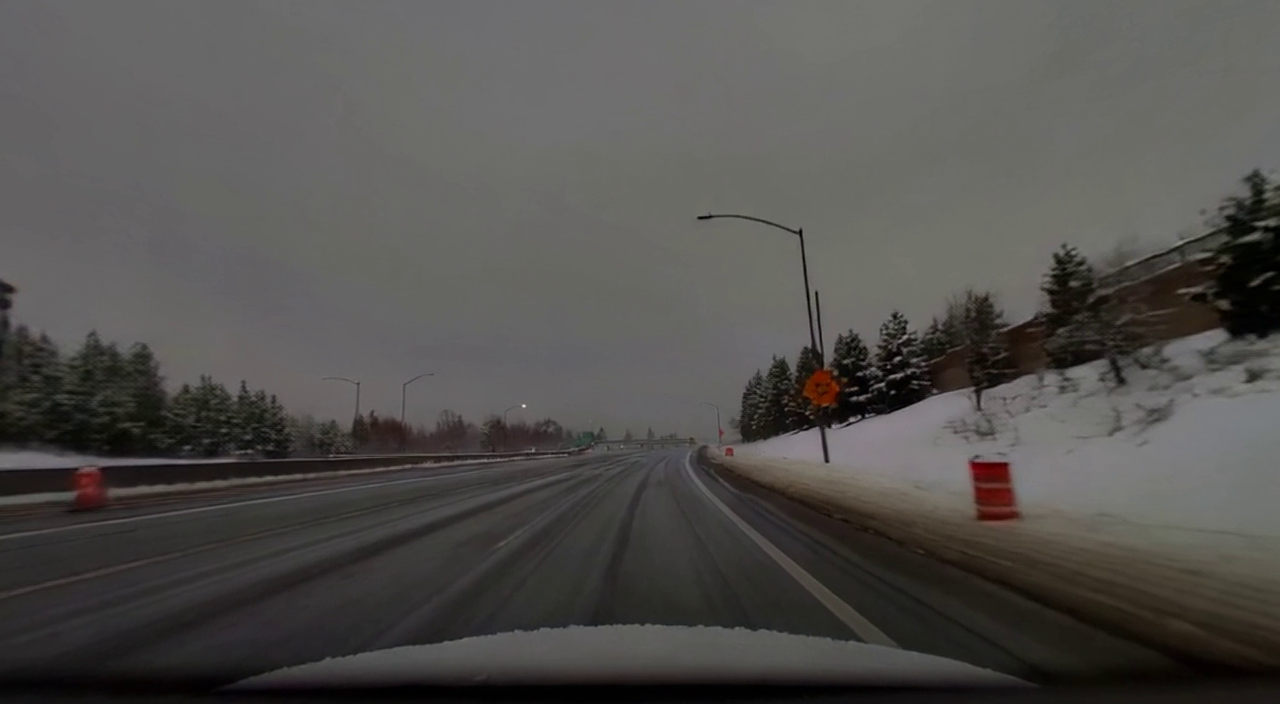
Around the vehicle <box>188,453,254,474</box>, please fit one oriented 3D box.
[{"bbox_3d":[-29.632,7.883,44.720,1.761,1.443,4.092,0,-9,2],"label":"vehicle"}]
